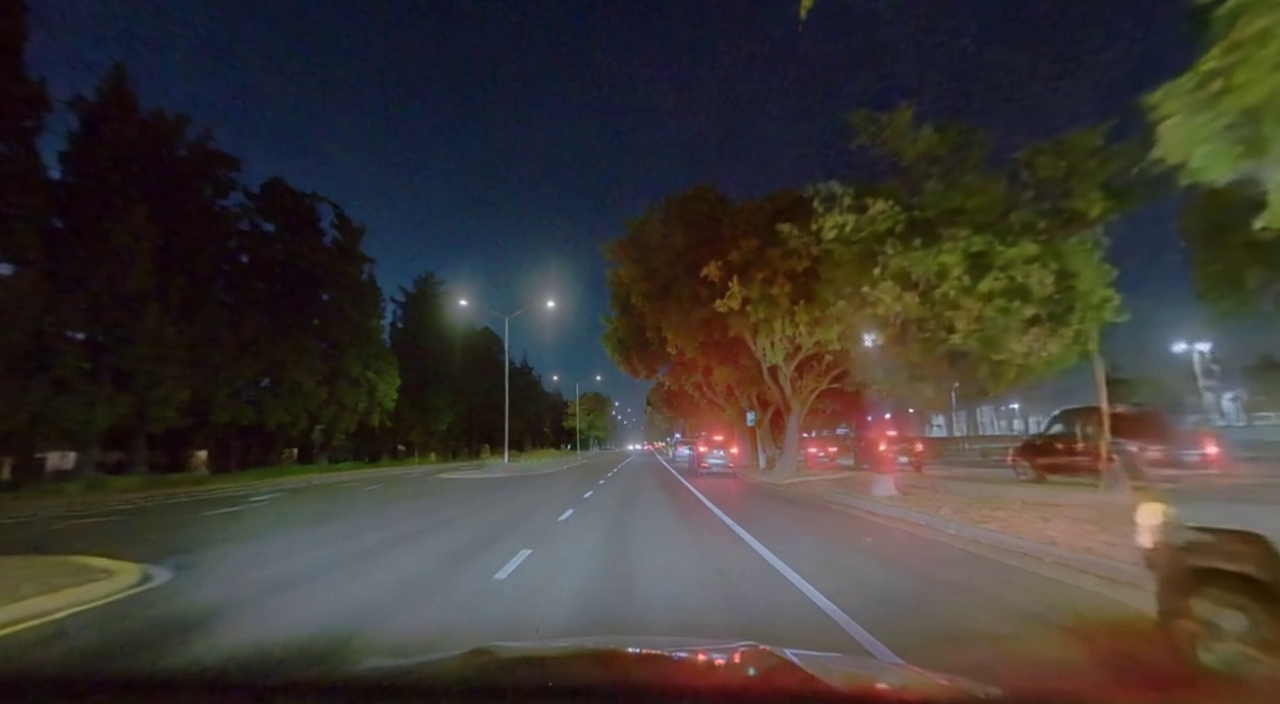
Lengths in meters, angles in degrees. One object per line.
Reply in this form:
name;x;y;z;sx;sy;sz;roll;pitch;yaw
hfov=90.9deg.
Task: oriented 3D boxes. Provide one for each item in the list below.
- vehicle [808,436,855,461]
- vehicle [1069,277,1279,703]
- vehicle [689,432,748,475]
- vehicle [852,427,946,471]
vehicle;14.339;7.260;47.502;2.227;1.720;4.959;1;-8;3
vehicle;3.739;0.424;0.696;2.493;1.896;5.433;0;-8;-3
vehicle;3.641;4.810;30.044;2.144;1.848;4.159;0;-8;-1
vehicle;11.410;4.314;28.206;2.220;1.798;4.427;0;-8;-1
